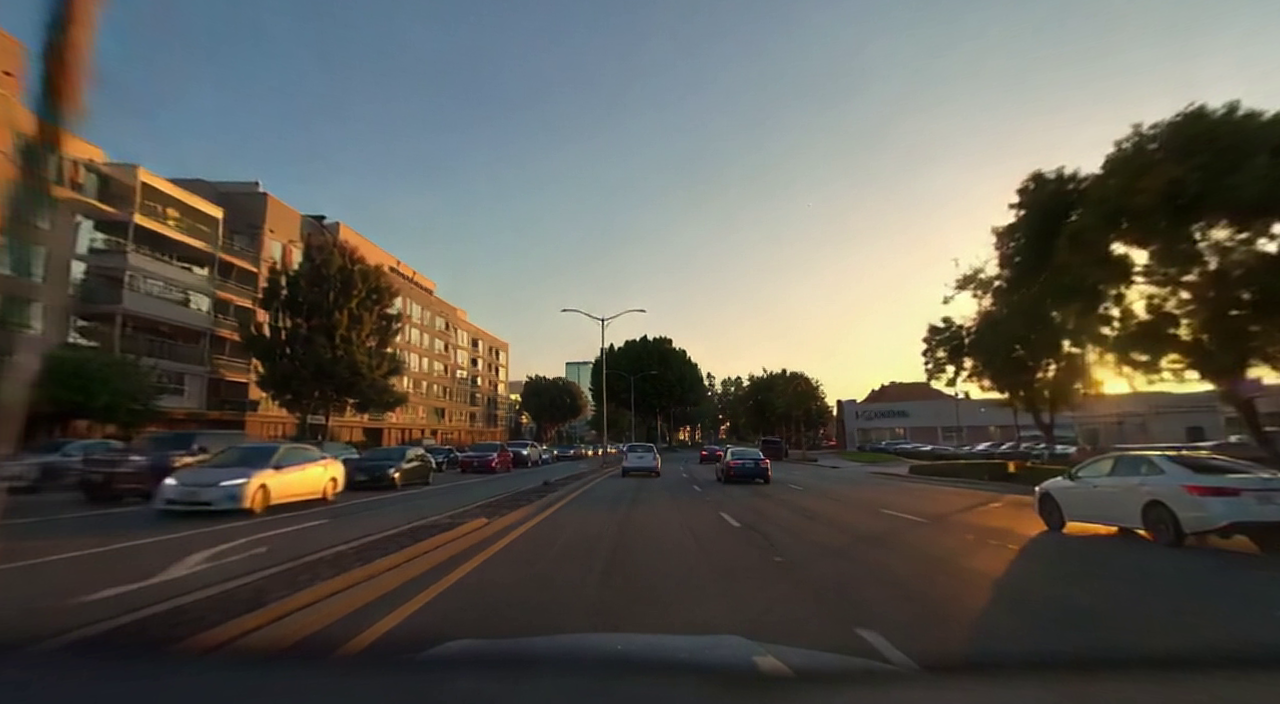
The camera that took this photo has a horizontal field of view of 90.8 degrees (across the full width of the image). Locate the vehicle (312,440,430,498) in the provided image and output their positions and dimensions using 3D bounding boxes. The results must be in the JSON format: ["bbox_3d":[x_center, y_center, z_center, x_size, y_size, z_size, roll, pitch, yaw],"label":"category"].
[{"bbox_3d":[-8.748,3.798,21.027,1.953,1.647,4.401,-2,-8,1],"label":"vehicle"}]

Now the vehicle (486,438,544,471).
[{"bbox_3d":[-7.909,6.579,40.633,2.460,1.970,5.271,-1,-9,3],"label":"vehicle"}]

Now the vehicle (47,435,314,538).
[{"bbox_3d":[-8.495,2.483,12.303,2.076,1.595,4.110,-1,-8,0],"label":"vehicle"}]

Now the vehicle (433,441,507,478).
[{"bbox_3d":[-8.452,5.391,31.946,2.183,1.706,4.862,0,-9,2],"label":"vehicle"}]

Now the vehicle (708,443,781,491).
[{"bbox_3d":[3.534,3.946,22.042,1.852,1.498,3.825,0,-9,-1],"label":"vehicle"}]

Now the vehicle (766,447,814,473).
[{"bbox_3d":[9.058,6.522,38.495,1.860,1.475,4.488,0,-9,1],"label":"vehicle"}]

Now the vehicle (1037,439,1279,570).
[{"bbox_3d":[8.176,2.020,9.089,1.909,1.456,4.569,0,-9,0],"label":"vehicle"}]

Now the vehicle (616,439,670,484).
[{"bbox_3d":[0.165,4.519,26.363,2.101,1.694,3.979,0,-9,1],"label":"vehicle"}]
